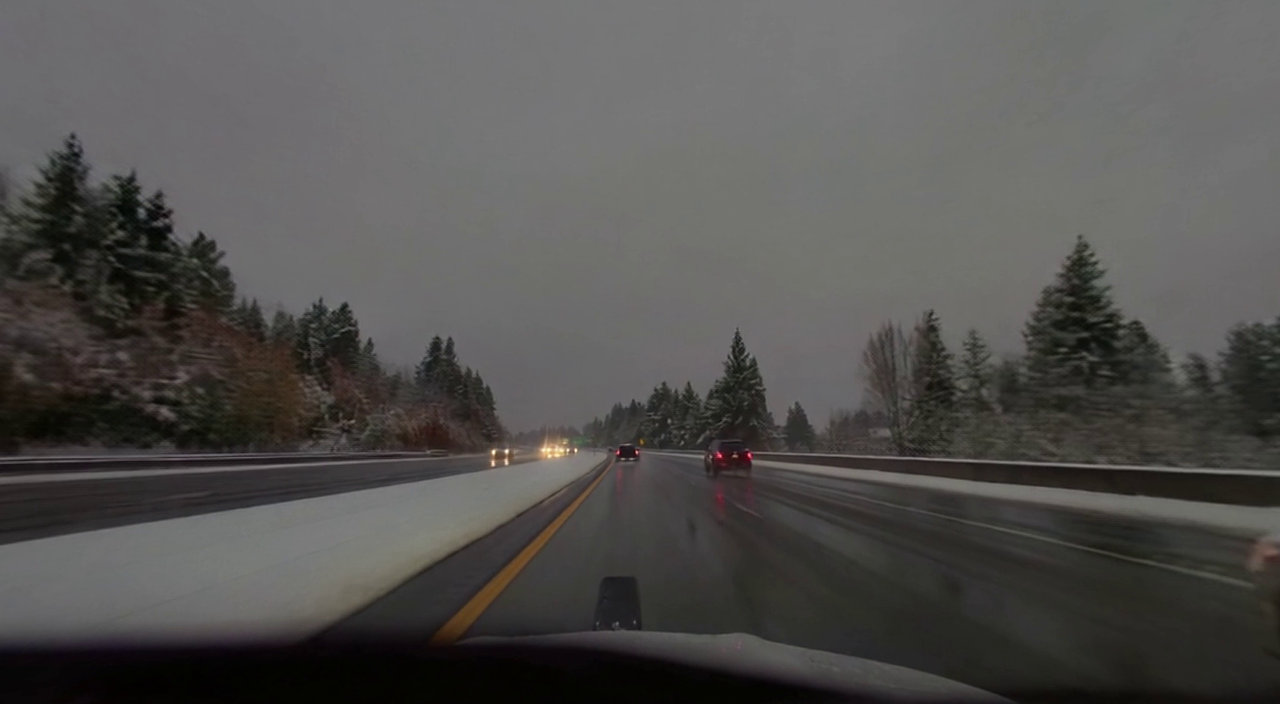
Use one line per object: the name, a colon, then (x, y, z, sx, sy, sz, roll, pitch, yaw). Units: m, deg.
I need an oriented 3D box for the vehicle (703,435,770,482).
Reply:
vehicle: (3.867, 4.353, 25.816, 1.982, 1.745, 4.151, 0, -9, -1)

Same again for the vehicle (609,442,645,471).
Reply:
vehicle: (-0.821, 6.660, 40.086, 2.151, 1.693, 4.201, 0, -9, 0)
